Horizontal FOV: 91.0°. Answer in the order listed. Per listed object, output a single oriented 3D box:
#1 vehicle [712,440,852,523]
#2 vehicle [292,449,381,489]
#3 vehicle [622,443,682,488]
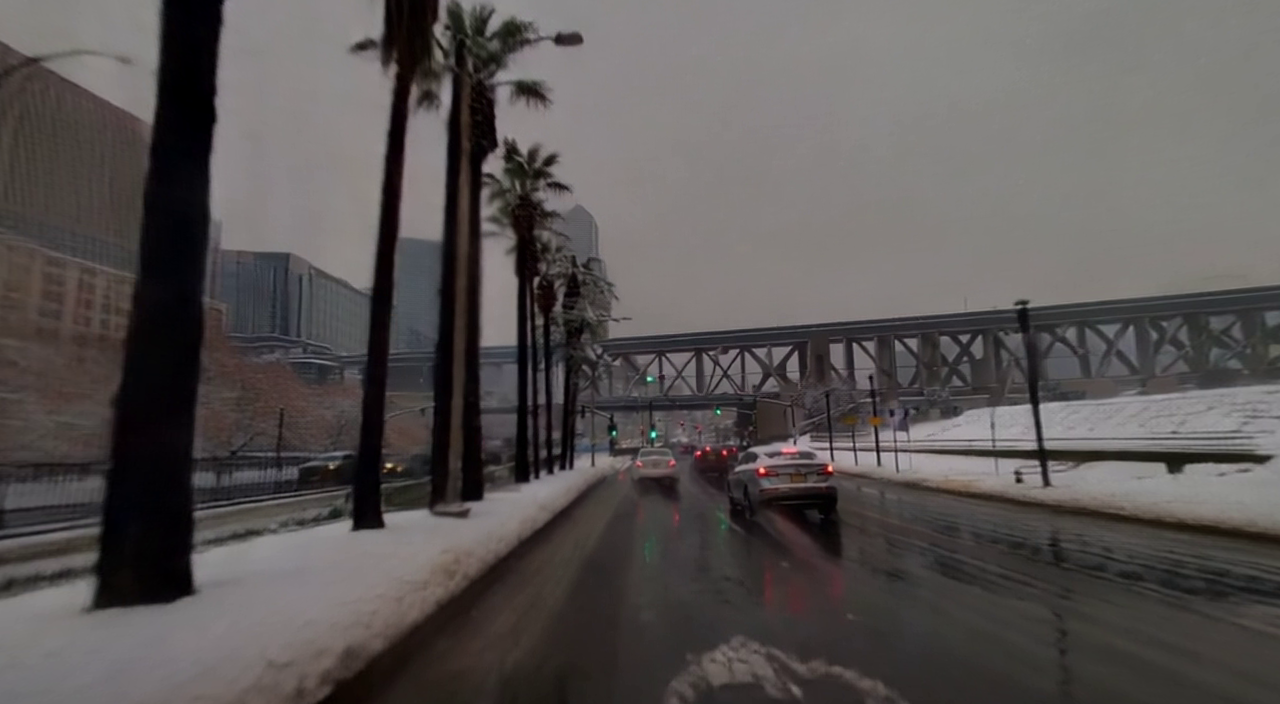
[{"bbox_3d":[2.883,2.761,14.068,2.051,1.509,4.933,0,-9,1],"label":"vehicle"},{"bbox_3d":[-15.516,5.974,32.589,2.048,1.830,5.136,-1,-9,0],"label":"vehicle"},{"bbox_3d":[0.508,4.246,23.829,2.077,1.518,3.760,-1,-9,3],"label":"vehicle"}]
